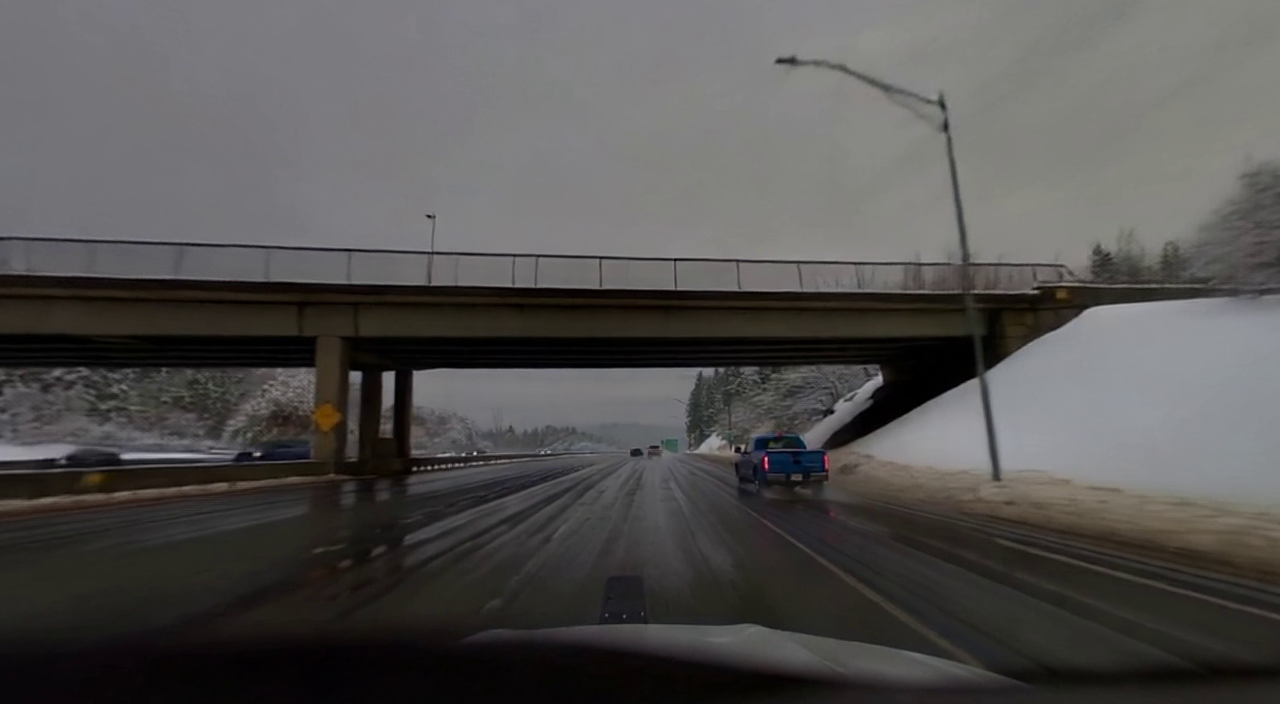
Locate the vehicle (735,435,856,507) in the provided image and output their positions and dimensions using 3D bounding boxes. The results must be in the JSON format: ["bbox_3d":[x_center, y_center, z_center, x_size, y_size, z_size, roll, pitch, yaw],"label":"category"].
[{"bbox_3d":[3.940,3.109,16.990,2.010,1.637,4.940,0,-9,0],"label":"vehicle"}]

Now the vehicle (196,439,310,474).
[{"bbox_3d":[-19.570,5.297,32.248,2.223,1.640,5.332,-1,-9,3],"label":"vehicle"}]

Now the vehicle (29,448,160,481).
[{"bbox_3d":[-26.724,5.497,31.182,1.913,1.502,5.002,0,-9,2],"label":"vehicle"}]
